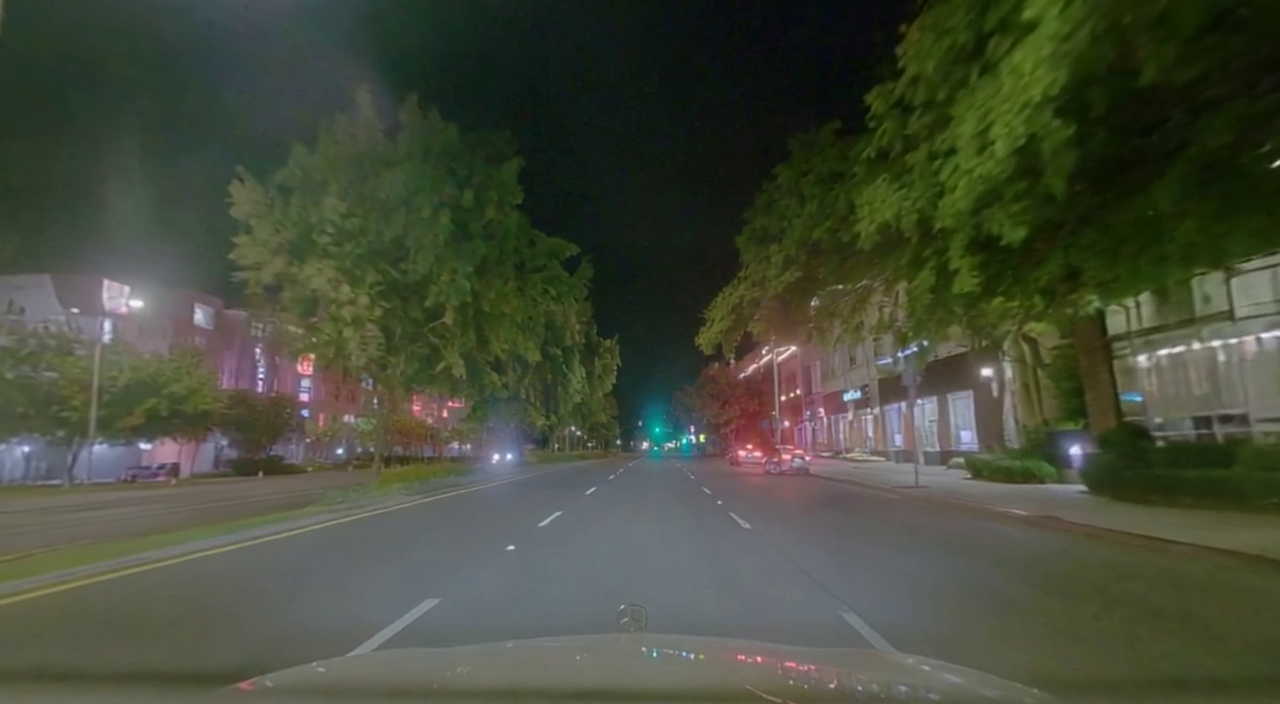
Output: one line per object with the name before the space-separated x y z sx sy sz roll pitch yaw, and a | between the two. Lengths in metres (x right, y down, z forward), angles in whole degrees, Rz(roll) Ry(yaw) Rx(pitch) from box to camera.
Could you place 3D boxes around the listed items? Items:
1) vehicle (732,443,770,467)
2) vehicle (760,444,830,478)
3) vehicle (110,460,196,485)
vehicle | 7.666 7.151 44.043 1.923 1.498 4.676 1 -8 2
vehicle | 7.382 5.210 30.593 2.119 1.458 4.965 1 -8 0
vehicle | -34.806 8.625 45.147 4.405 1.458 1.990 -2 -9 -4
